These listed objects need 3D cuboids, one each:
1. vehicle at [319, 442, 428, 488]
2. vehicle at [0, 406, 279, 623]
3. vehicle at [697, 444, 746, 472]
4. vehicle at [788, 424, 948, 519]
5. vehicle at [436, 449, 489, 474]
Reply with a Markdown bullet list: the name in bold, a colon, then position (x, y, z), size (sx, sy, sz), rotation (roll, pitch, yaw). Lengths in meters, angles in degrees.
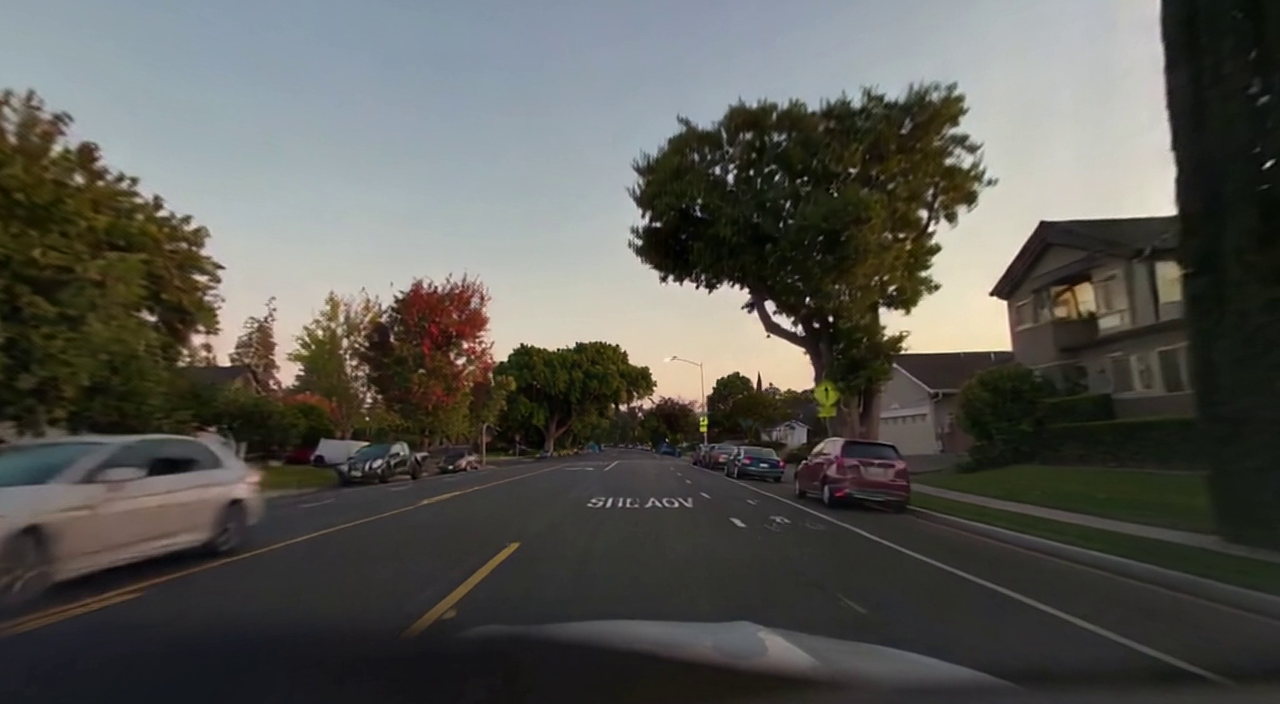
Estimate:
- **vehicle**: position (-11.331, 4.829, 27.385), size (2.459, 1.804, 4.877), rotation (0, -9, 2)
- **vehicle**: position (-6.265, 1.550, 6.693), size (2.166, 1.734, 4.551), rotation (0, -9, 0)
- **vehicle**: position (4.487, 5.925, 35.591), size (2.196, 1.472, 4.426), rotation (0, -9, 0)
- **vehicle**: position (5.057, 2.714, 14.762), size (2.087, 1.869, 4.159), rotation (0, -9, -1)
- **vehicle**: position (-11.078, 6.846, 39.793), size (1.949, 1.457, 4.581), rotation (0, -9, 0)
